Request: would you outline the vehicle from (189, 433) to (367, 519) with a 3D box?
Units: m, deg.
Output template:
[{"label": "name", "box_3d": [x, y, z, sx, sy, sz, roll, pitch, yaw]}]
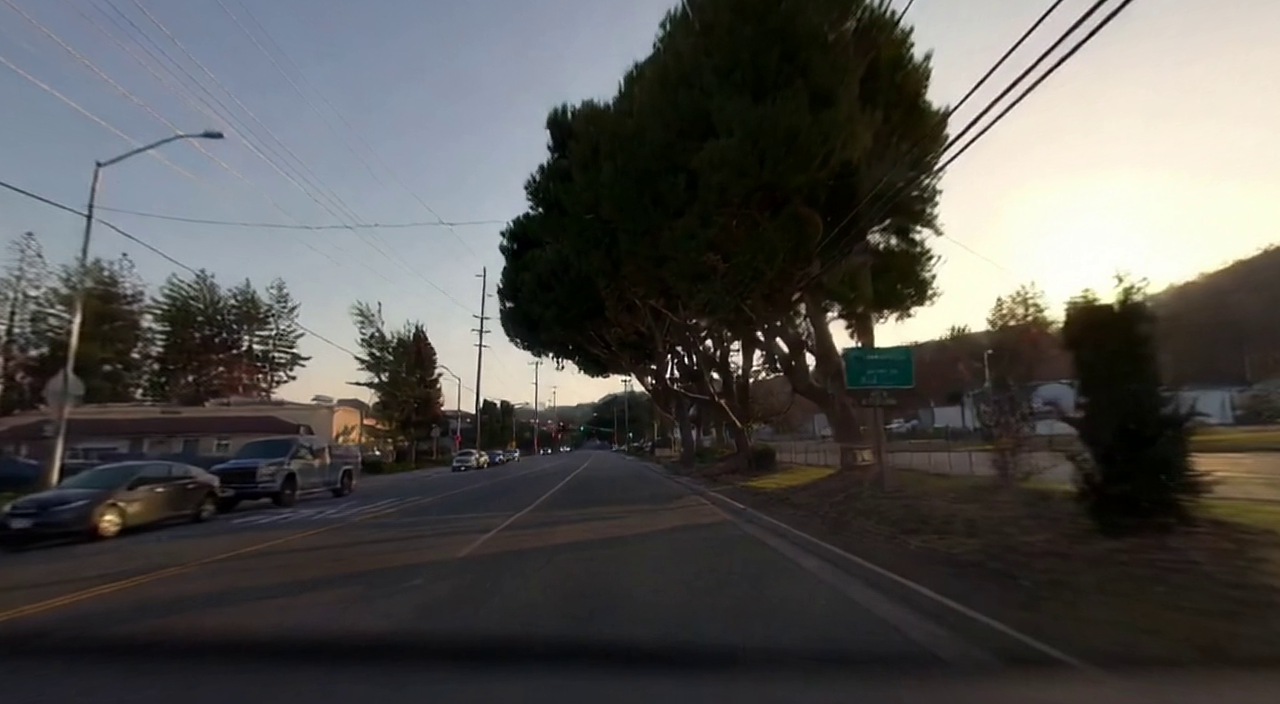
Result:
[{"label": "vehicle", "box_3d": [-10.356, 3.590, 18.825, 2.210, 2.025, 5.665, -2, -9, -3]}]

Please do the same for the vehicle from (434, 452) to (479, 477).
[{"label": "vehicle", "box_3d": [-11.800, 7.214, 40.804, 1.939, 1.502, 4.398, 1, -9, -5]}]

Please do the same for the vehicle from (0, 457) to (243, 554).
[{"label": "vehicle", "box_3d": [-10.209, 2.867, 12.531, 1.842, 1.461, 4.568, 0, -9, -3]}]
